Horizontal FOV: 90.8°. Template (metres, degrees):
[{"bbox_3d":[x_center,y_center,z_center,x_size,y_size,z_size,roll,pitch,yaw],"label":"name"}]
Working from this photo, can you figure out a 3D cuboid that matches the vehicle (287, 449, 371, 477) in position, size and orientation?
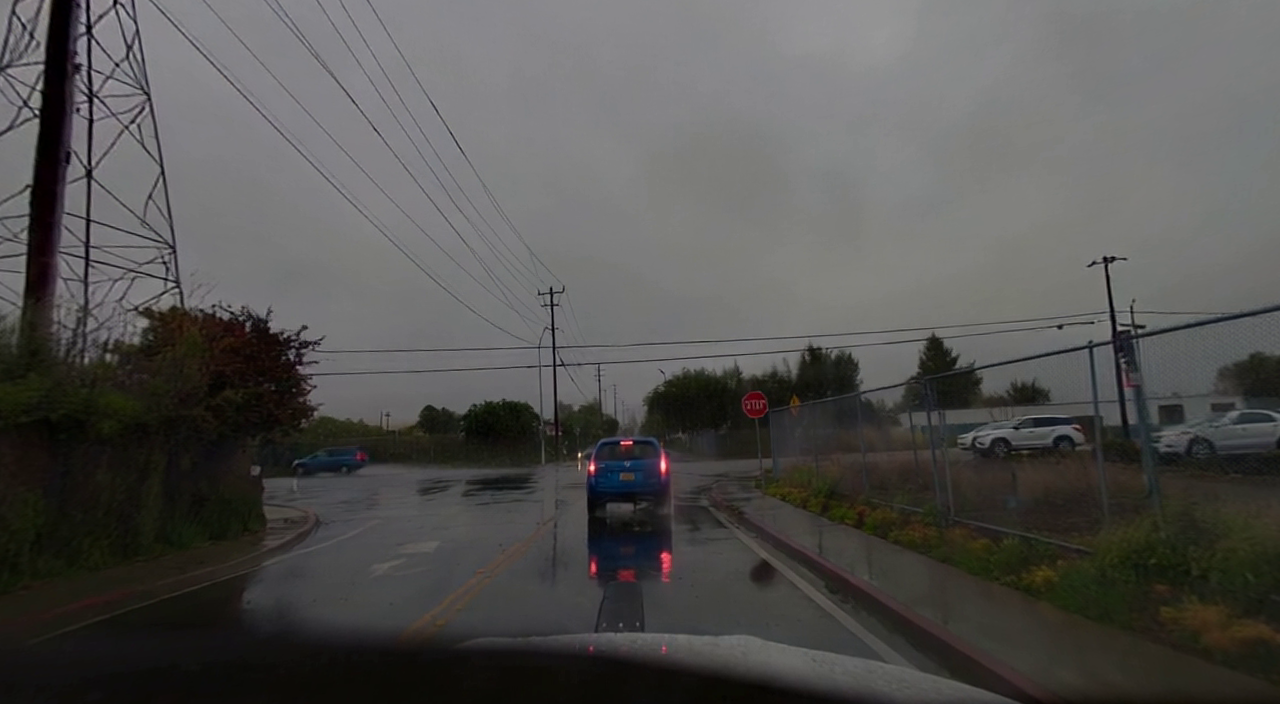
[{"bbox_3d":[-20.106,7.187,40.984,4.415,1.753,2.029,-1,-9,8],"label":"vehicle"}]

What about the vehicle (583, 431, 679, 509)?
[{"bbox_3d":[-0.261,2.920,16.136,2.137,1.698,4.166,0,-8,-2],"label":"vehicle"}]
